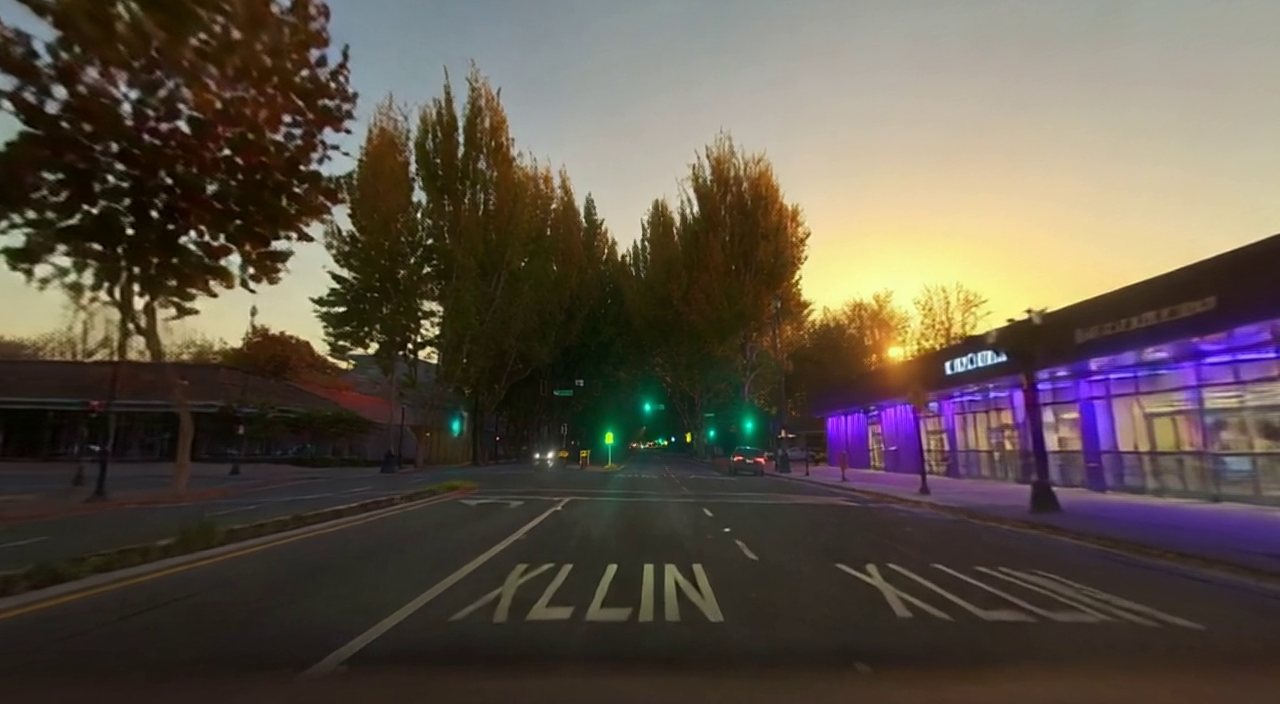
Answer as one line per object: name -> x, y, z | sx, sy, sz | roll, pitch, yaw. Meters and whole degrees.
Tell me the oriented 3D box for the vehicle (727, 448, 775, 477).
vehicle -> 6.309, 6.316, 36.255 | 1.906, 1.523, 4.336 | 0, -9, -1
